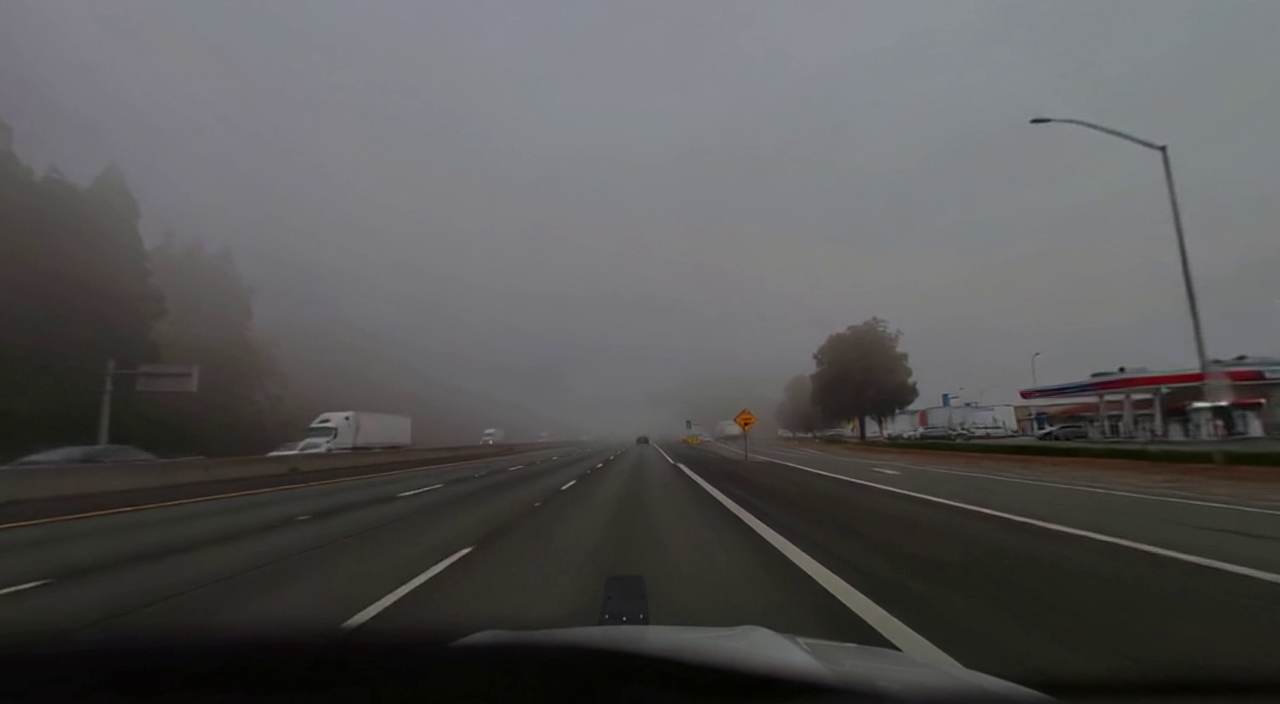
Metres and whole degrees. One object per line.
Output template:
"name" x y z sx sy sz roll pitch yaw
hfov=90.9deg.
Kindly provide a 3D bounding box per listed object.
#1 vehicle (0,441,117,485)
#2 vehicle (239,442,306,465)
"vehicle" -20.292 3.734 21.531 1.779 1.338 3.587 0 -8 0
"vehicle" -24.099 6.660 41.599 1.772 1.439 4.479 0 -8 -1
